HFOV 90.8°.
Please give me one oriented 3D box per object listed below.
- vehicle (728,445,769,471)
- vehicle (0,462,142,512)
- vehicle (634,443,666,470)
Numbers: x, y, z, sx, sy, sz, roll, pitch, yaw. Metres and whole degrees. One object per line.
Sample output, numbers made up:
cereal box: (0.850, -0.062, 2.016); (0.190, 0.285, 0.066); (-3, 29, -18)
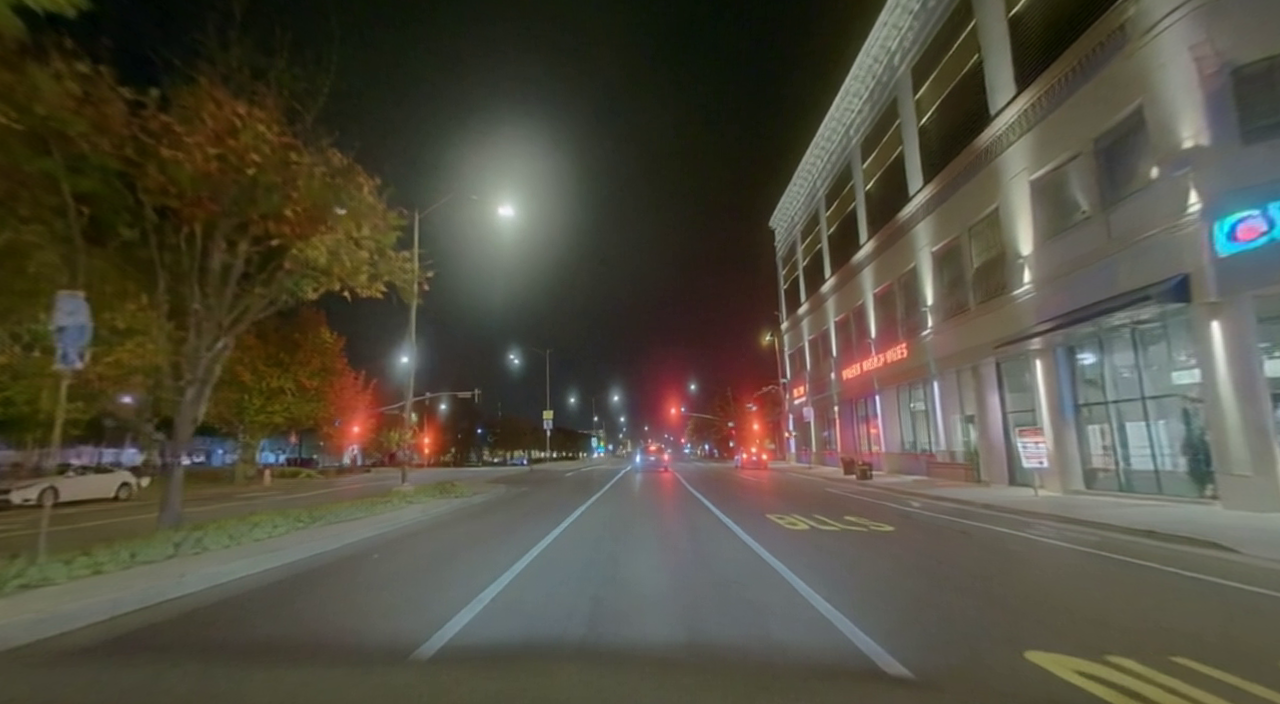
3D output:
vehicle: (7.882, 7.724, 46.364); (1.987, 1.772, 4.749); (0, -9, -2)
vehicle: (-20.394, 4.719, 22.380); (1.840, 1.440, 4.442); (-3, -9, 1)
vehicle: (0.725, 7.489, 45.421); (2.223, 1.775, 4.250); (0, -9, 1)
